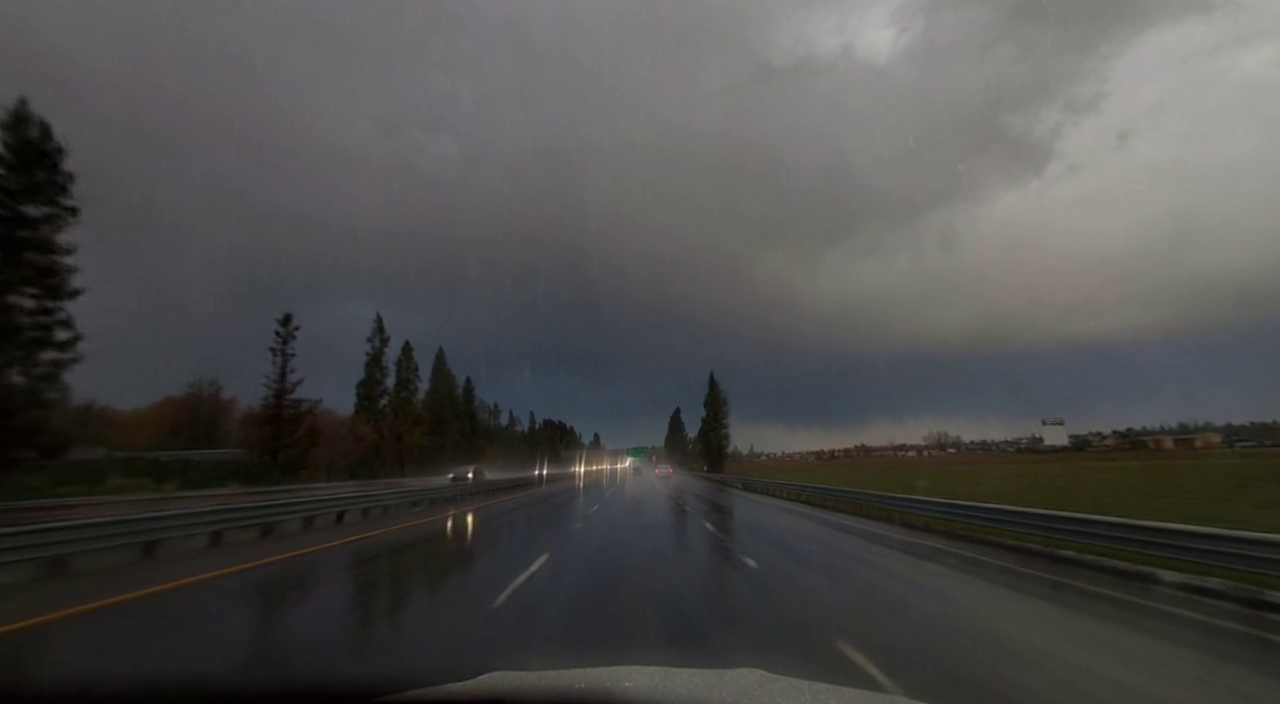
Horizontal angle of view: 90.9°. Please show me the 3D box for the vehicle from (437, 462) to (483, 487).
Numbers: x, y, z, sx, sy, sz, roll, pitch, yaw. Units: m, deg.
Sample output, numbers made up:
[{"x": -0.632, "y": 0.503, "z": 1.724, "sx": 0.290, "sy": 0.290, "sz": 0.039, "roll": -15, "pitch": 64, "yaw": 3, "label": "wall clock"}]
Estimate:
[{"x": -12.672, "y": 8.663, "z": 44.572, "sx": 1.927, "sy": 1.669, "sz": 4.199, "roll": 0, "pitch": -11, "yaw": 1, "label": "vehicle"}]
